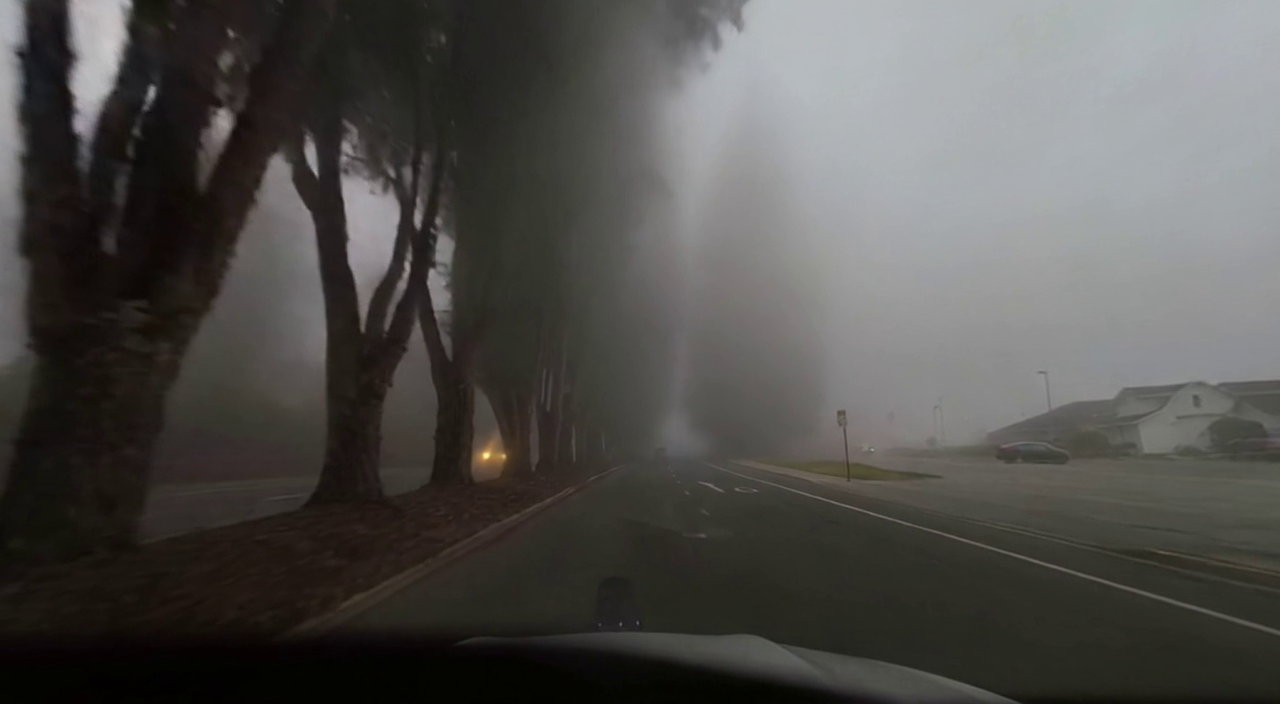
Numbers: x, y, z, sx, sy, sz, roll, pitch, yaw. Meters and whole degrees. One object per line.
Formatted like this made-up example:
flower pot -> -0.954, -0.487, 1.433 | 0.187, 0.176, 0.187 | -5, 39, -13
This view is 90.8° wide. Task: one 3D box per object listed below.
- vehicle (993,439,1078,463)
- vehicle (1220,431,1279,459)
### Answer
vehicle -> 27.031, 6.774, 43.268 | 4.580, 1.598, 2.010 | 1, -8, -5
vehicle -> 41.547, 6.290, 42.691 | 4.494, 1.782, 2.212 | 5, -10, -33
